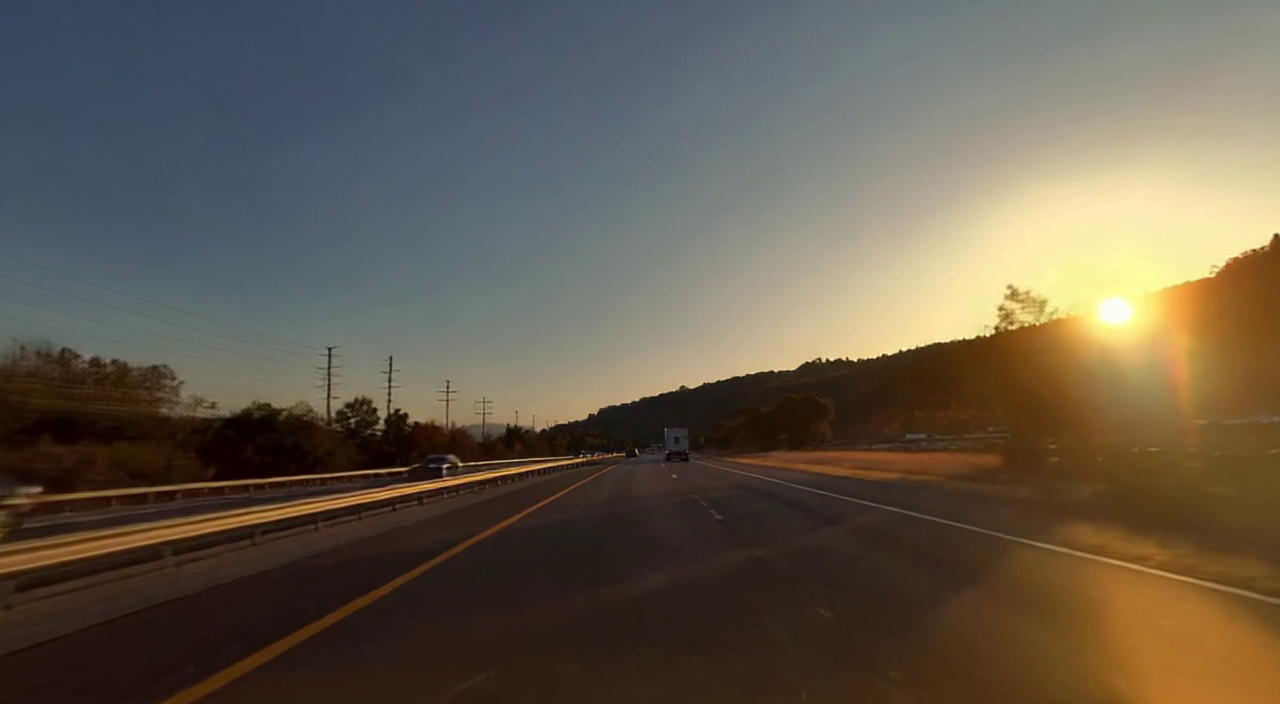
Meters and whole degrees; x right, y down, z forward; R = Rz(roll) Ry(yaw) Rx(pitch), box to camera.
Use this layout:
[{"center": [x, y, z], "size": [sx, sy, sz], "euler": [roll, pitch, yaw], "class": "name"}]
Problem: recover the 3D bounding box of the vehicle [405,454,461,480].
[{"center": [-13.233, 7.339, 40.390], "size": [1.880, 1.514, 4.697], "euler": [-1, -9, 1], "class": "vehicle"}]
